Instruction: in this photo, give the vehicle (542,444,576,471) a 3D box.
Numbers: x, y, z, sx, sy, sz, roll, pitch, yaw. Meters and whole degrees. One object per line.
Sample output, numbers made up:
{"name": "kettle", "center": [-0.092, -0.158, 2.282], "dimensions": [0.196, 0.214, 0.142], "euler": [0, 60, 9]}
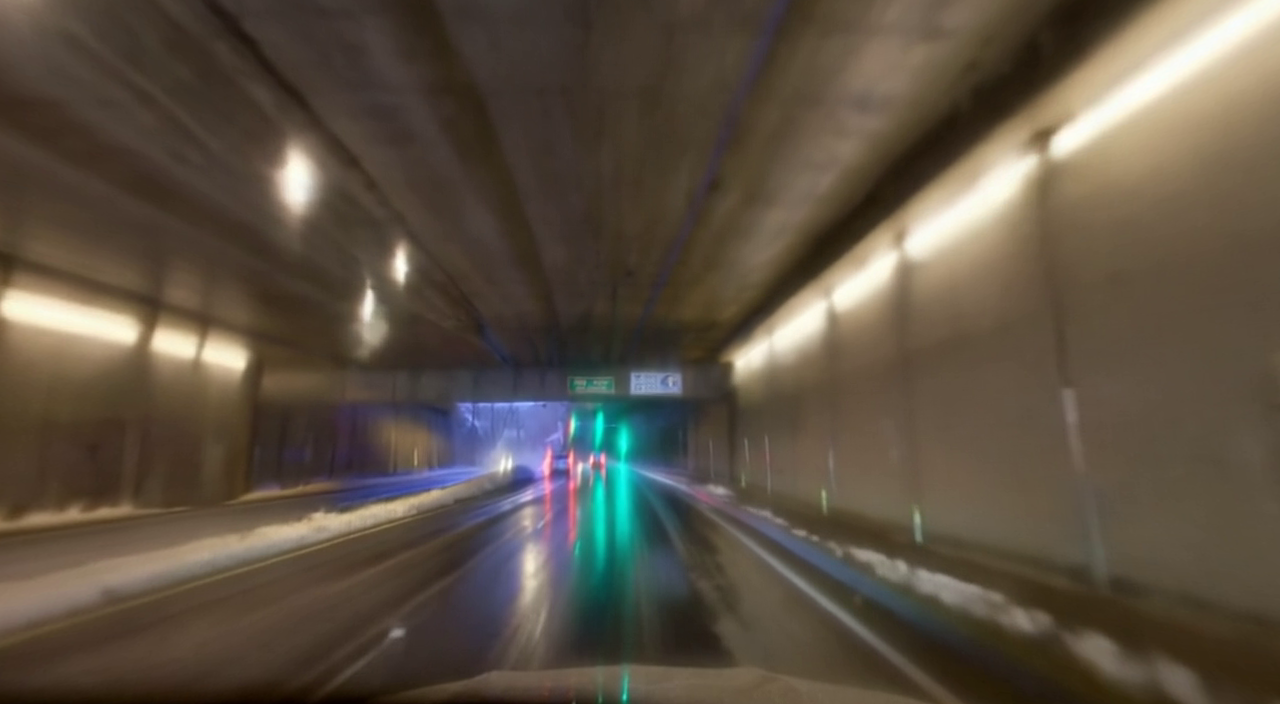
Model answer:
{"name": "vehicle", "center": [-5.479, 7.186, 43.255], "dimensions": [1.961, 1.725, 4.315], "euler": [0, -9, -3]}
